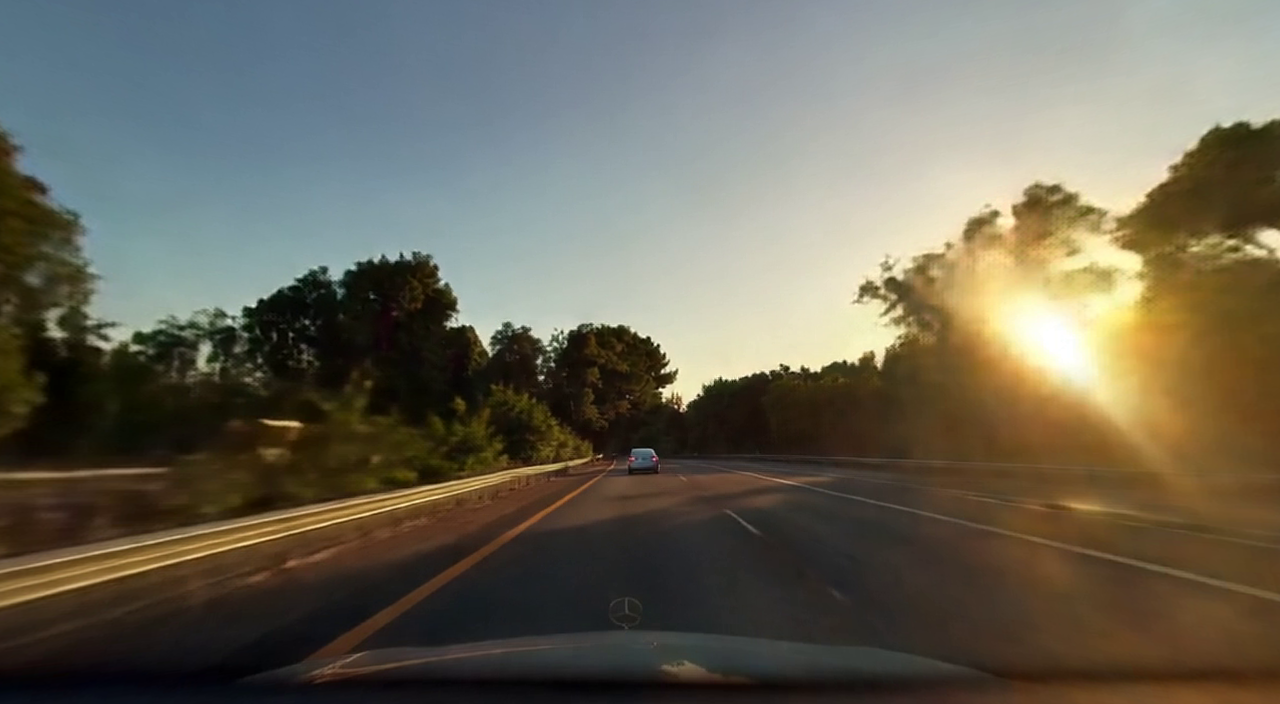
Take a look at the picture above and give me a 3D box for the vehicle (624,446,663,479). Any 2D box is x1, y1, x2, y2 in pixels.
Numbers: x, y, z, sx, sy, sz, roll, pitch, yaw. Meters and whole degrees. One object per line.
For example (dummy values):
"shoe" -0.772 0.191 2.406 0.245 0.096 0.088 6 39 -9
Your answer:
"vehicle" 0.141 5.932 34.111 1.987 1.658 3.620 0 -9 -1
